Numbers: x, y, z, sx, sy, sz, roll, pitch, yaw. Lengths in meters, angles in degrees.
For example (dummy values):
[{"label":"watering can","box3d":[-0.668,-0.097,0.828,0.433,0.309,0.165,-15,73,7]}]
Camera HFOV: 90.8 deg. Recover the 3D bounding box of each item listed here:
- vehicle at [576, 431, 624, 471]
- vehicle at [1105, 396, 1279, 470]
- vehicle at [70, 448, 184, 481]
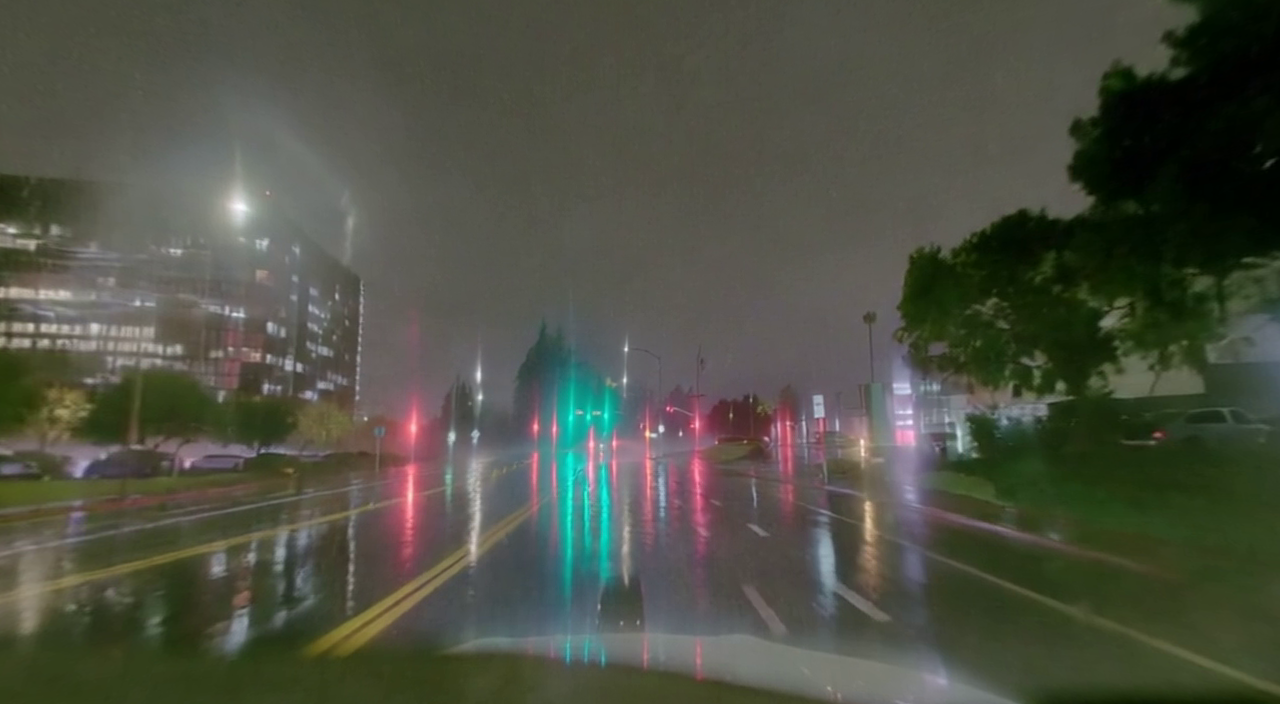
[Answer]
[{"label":"vehicle","box3d":[-2.017,4.952,31.859,2.230,1.827,4.298,0,-8,-4]},{"label":"vehicle","box3d":[14.534,2.119,16.436,1.858,1.681,3.860,0,-8,0]},{"label":"vehicle","box3d":[-26.260,5.755,32.611,1.876,1.503,4.910,0,-8,-1]}]
